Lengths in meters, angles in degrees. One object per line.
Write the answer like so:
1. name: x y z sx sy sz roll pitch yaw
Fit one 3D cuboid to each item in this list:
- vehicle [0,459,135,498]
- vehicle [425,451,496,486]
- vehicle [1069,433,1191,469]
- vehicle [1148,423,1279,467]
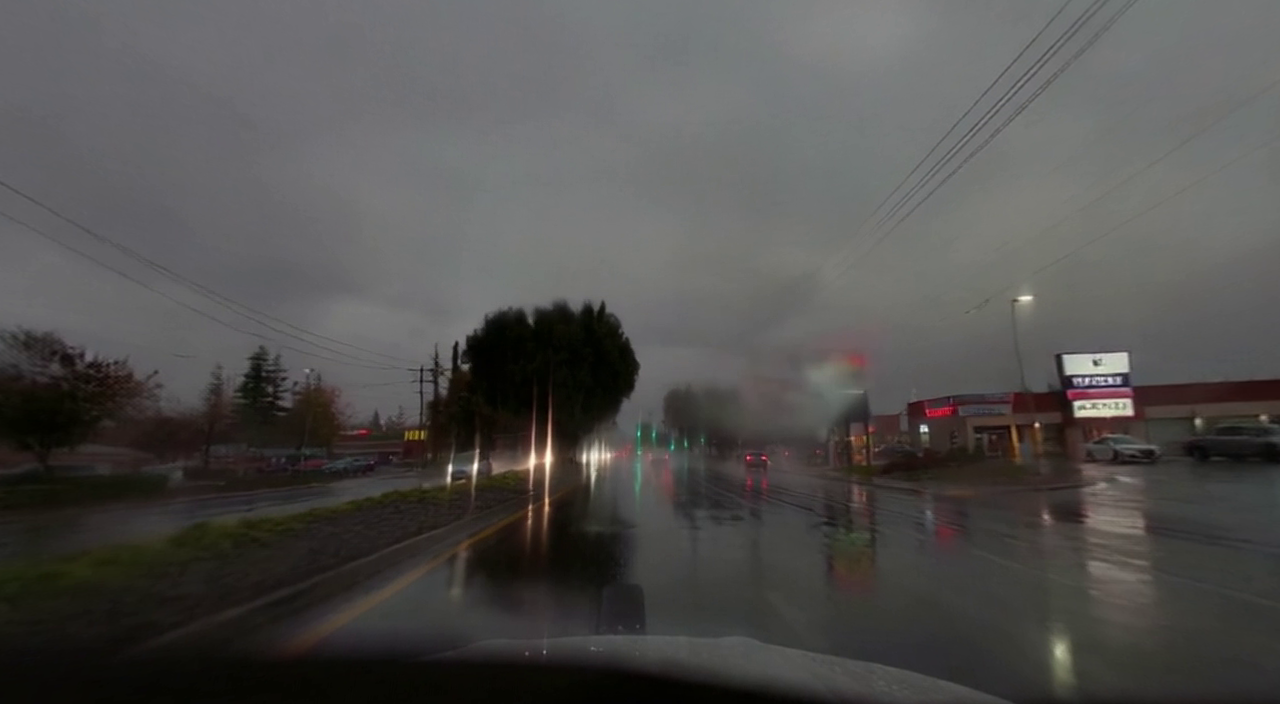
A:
1. vehicle: -28.904 6.235 31.368 5.699 1.782 2.271 0 -9 2
2. vehicle: -8.702 5.662 31.139 2.043 1.536 4.682 0 -9 1
3. vehicle: 23.144 4.700 30.122 2.113 1.582 4.559 0 -9 0
4. vehicle: 25.602 4.156 28.230 2.012 1.772 4.458 0 -8 0
